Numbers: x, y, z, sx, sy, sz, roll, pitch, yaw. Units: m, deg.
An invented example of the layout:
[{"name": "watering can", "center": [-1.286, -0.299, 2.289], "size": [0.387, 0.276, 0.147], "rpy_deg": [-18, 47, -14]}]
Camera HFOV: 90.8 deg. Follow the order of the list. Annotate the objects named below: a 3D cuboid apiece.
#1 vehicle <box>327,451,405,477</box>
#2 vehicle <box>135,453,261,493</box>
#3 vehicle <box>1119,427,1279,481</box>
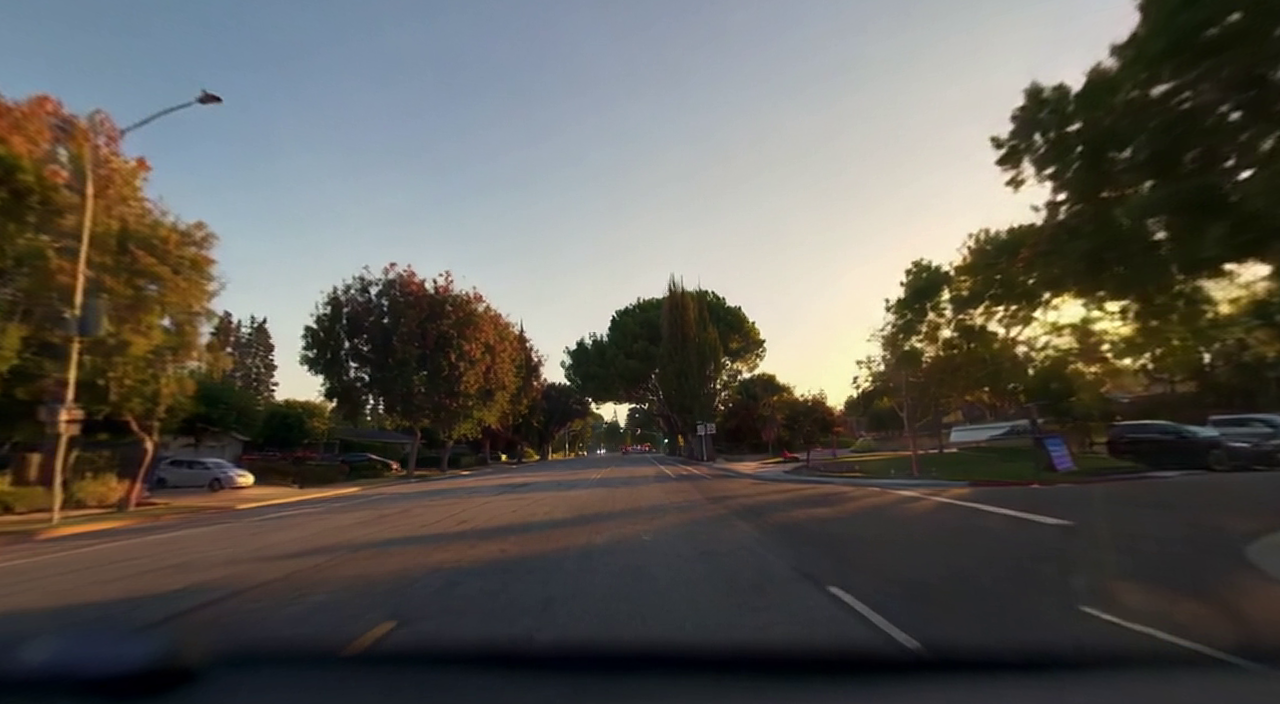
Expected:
[{"name": "vehicle", "center": [-20.390, 8.340, 47.118], "size": [4.761, 1.812, 2.206], "rpy_deg": [0, -9, -1]}, {"name": "vehicle", "center": [-20.229, 5.518, 29.054], "size": [4.171, 1.728, 2.069], "rpy_deg": [0, -9, 1]}, {"name": "vehicle", "center": [19.533, 3.400, 21.243], "size": [5.172, 1.468, 1.964], "rpy_deg": [-4, -11, -1]}]
